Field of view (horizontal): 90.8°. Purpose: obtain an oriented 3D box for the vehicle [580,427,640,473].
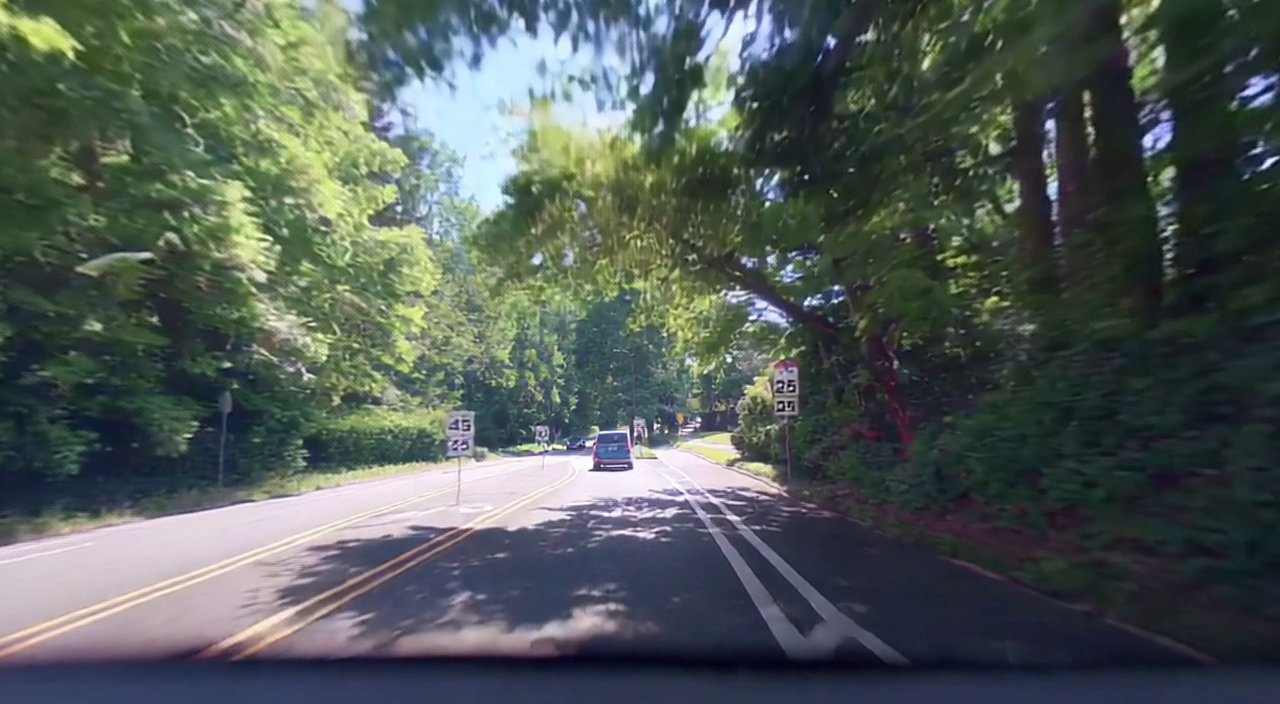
[{"bbox_3d":[-1.259,3.949,25.681,2.216,1.708,4.110,0,-8,-4],"label":"vehicle"}]
